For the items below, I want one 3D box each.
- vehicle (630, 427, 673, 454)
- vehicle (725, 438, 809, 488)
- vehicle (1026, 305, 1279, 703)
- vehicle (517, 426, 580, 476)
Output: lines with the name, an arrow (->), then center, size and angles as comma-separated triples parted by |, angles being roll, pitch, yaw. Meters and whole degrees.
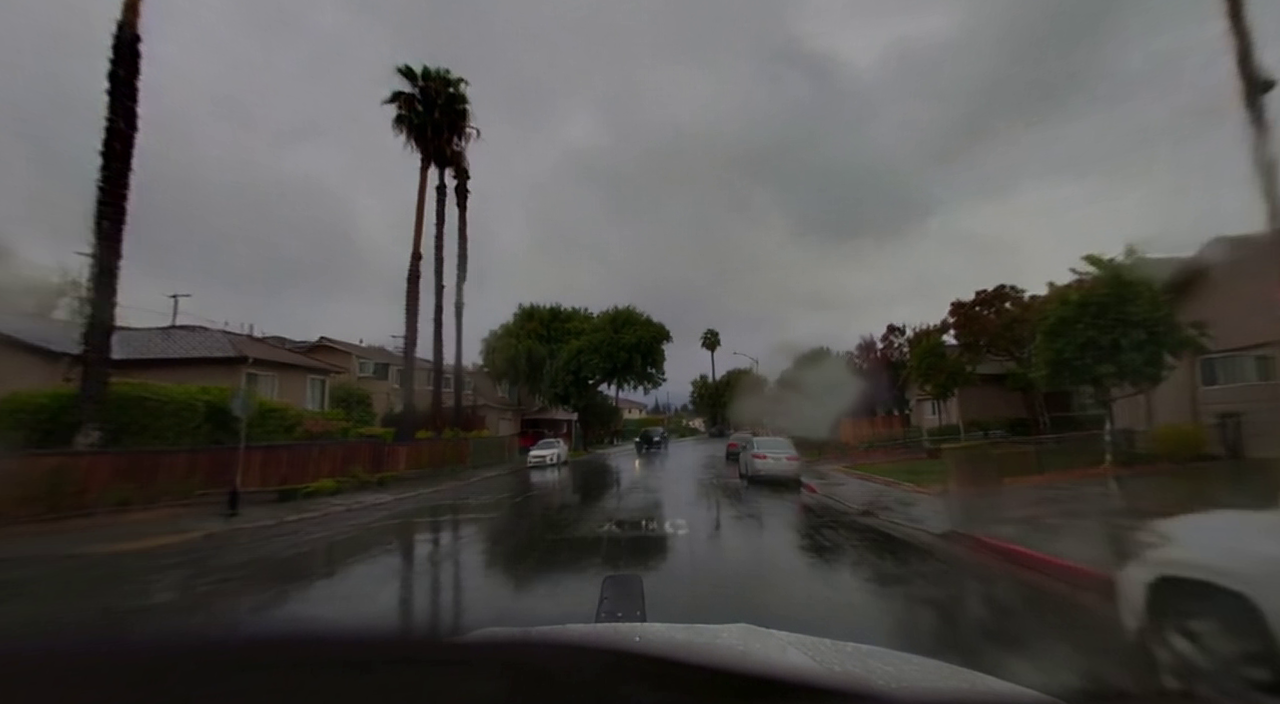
vehicle -> 0.898, 6.469, 45.906 | 2.305, 1.781, 4.834 | -2, -8, 11
vehicle -> 4.028, 3.569, 20.643 | 1.942, 1.465, 4.123 | 0, -8, 1
vehicle -> 3.436, 0.589, 1.156 | 2.197, 1.816, 4.845 | 0, -8, -3
vehicle -> -4.869, 5.491, 34.364 | 2.053, 1.713, 4.850 | -3, -21, 7
